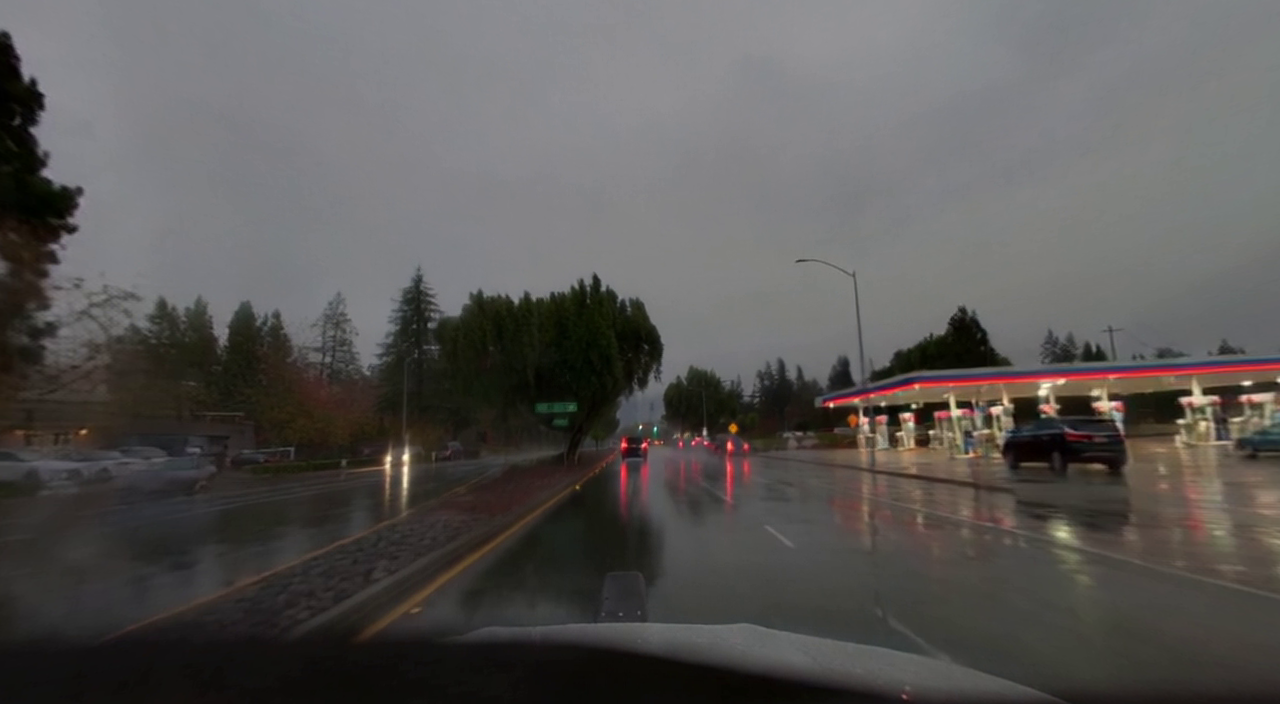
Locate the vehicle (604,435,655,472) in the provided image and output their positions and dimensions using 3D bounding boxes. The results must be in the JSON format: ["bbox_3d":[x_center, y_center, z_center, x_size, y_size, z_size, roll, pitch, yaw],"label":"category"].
[{"bbox_3d":[-0.437,4.412,27.750,2.052,1.488,3.779,0,-8,0],"label":"vehicle"}]

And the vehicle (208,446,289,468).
[{"bbox_3d":[-27.549,7.403,44.550,4.413,1.451,1.882,0,-8,0],"label":"vehicle"}]

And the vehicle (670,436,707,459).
[{"bbox_3d":[3.308,6.659,44.112,2.124,1.476,4.730,0,-8,-1],"label":"vehicle"}]

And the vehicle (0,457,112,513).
[{"bbox_3d":[-18.769,3.962,19.038,1.797,1.461,4.536,0,-8,0],"label":"vehicle"}]

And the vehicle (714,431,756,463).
[{"bbox_3d":[5.701,5.599,37.278,2.117,1.757,4.969,-2,-8,12],"label":"vehicle"}]

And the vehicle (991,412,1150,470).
[{"bbox_3d":[15.355,3.253,22.990,2.368,1.868,4.724,0,-8,-1],"label":"vehicle"}]

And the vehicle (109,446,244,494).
[{"bbox_3d":[-18.785,4.745,25.930,2.004,1.758,4.594,0,-8,0],"label":"vehicle"}]
